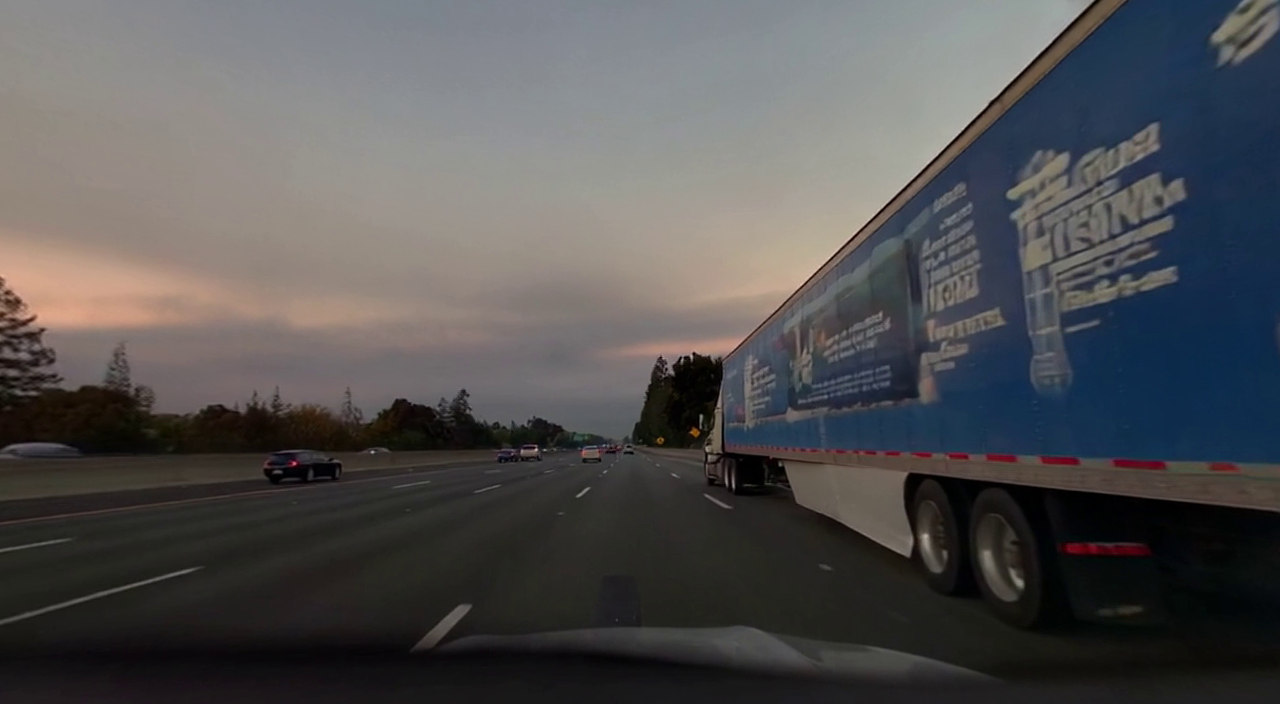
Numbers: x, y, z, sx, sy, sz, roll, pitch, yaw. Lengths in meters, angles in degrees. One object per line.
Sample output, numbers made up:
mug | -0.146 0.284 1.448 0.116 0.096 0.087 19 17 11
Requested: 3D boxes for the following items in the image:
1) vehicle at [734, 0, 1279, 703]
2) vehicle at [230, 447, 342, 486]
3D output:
vehicle | 4.217 0.628 9.060 3.140 4.100 15.551 0 -9 -1
vehicle | -14.706 4.741 26.609 1.982 1.471 4.747 0 -9 0
